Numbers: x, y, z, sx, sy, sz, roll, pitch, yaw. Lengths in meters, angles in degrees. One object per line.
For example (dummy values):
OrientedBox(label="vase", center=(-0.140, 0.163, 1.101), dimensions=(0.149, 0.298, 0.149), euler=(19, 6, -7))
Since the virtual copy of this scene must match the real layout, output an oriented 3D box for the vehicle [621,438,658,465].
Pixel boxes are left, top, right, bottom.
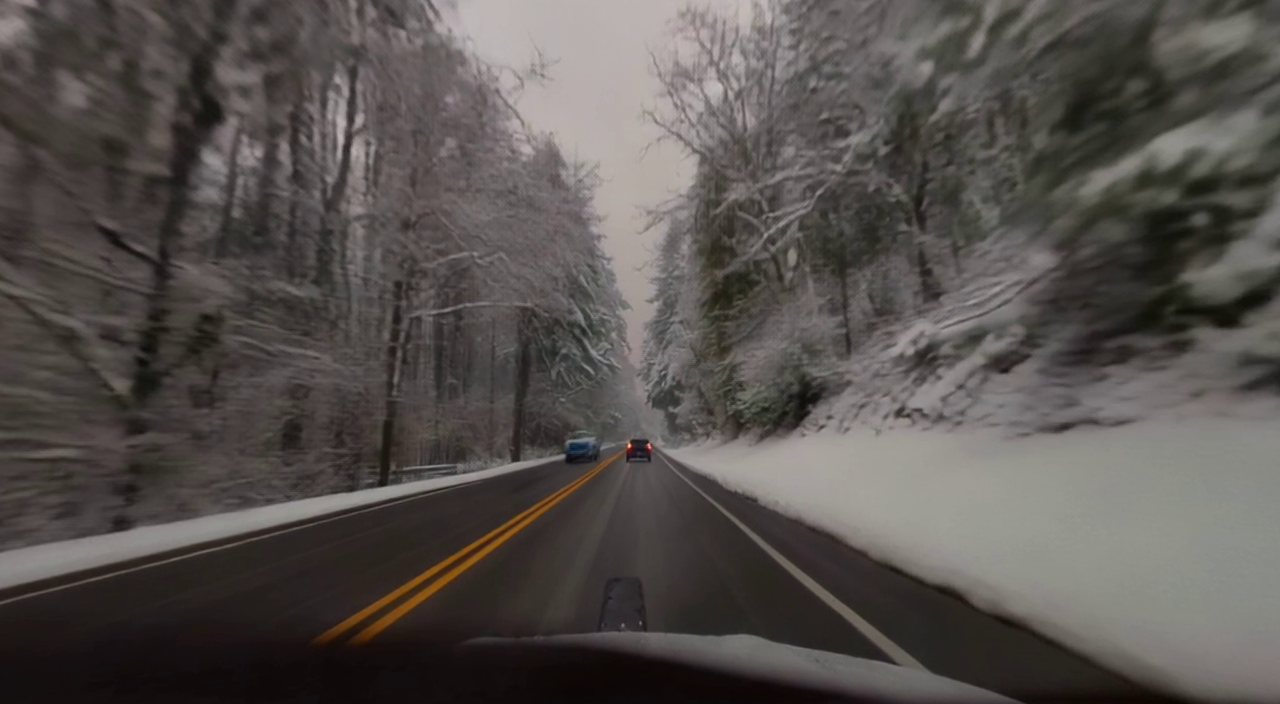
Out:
OrientedBox(label="vehicle", center=(-0.002, 6.021, 38.243), dimensions=(2.120, 1.491, 4.349), euler=(0, -8, 0))
